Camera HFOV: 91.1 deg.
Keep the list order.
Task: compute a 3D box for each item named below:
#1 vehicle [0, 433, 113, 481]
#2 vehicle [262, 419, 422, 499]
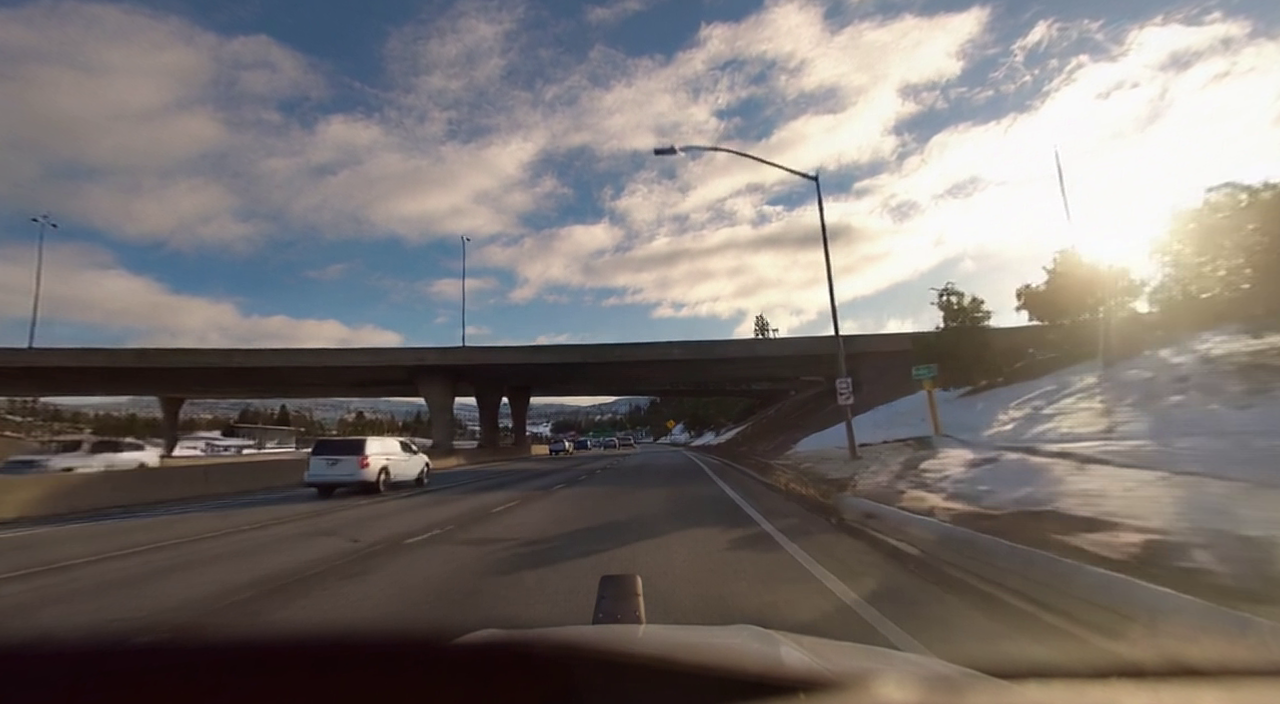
[{"bbox_3d":[-22.578,3.838,23.348,1.889,1.602,4.509,-1,-8,3],"label":"vehicle"},{"bbox_3d":[-7.884,2.848,17.235,1.956,1.888,4.512,-1,-8,3],"label":"vehicle"}]
